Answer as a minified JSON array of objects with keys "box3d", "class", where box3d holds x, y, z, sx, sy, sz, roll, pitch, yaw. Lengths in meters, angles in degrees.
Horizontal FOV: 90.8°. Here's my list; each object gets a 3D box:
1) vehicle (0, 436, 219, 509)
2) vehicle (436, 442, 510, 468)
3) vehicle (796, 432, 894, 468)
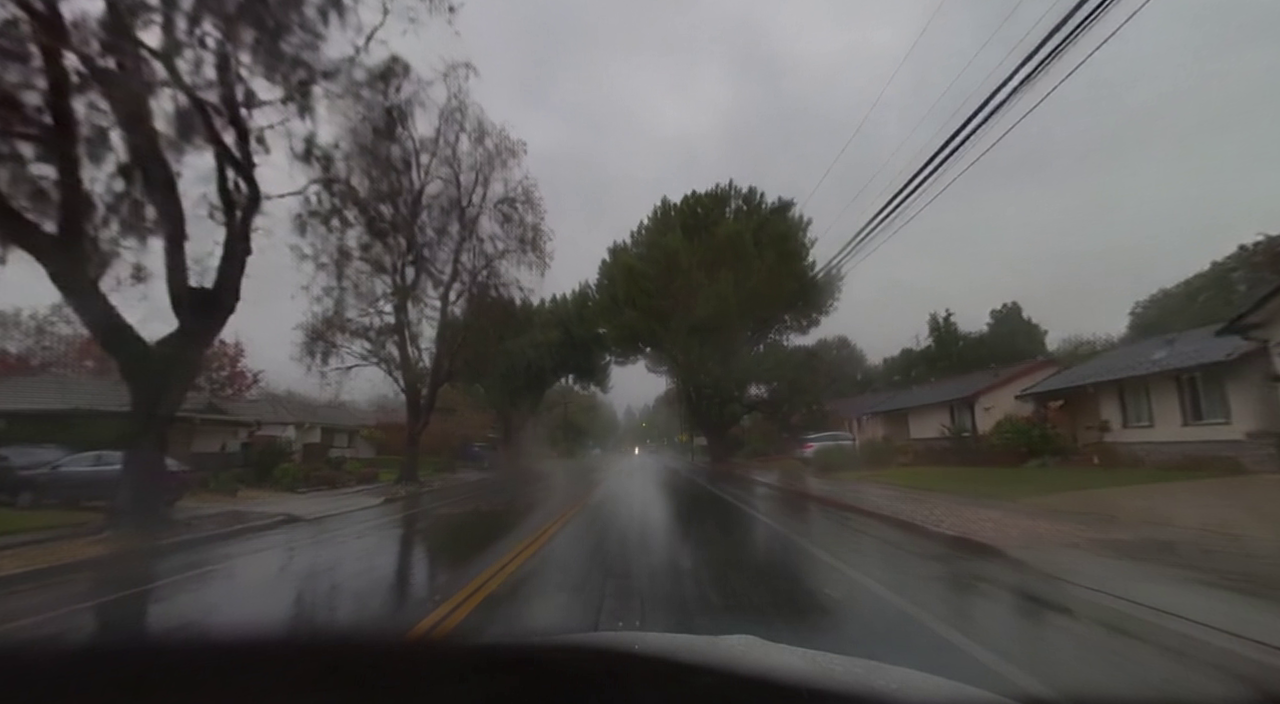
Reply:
[{"box3d":[-13.816,3.051,16.197,4.587,1.722,1.906,0,-9,-1],"class":"vehicle"},{"box3d":[-12.484,7.741,47.430,4.928,1.848,2.041,0,-9,1],"class":"vehicle"},{"box3d":[10.591,5.105,32.916,4.449,1.765,1.917,-1,-9,4],"class":"vehicle"}]
